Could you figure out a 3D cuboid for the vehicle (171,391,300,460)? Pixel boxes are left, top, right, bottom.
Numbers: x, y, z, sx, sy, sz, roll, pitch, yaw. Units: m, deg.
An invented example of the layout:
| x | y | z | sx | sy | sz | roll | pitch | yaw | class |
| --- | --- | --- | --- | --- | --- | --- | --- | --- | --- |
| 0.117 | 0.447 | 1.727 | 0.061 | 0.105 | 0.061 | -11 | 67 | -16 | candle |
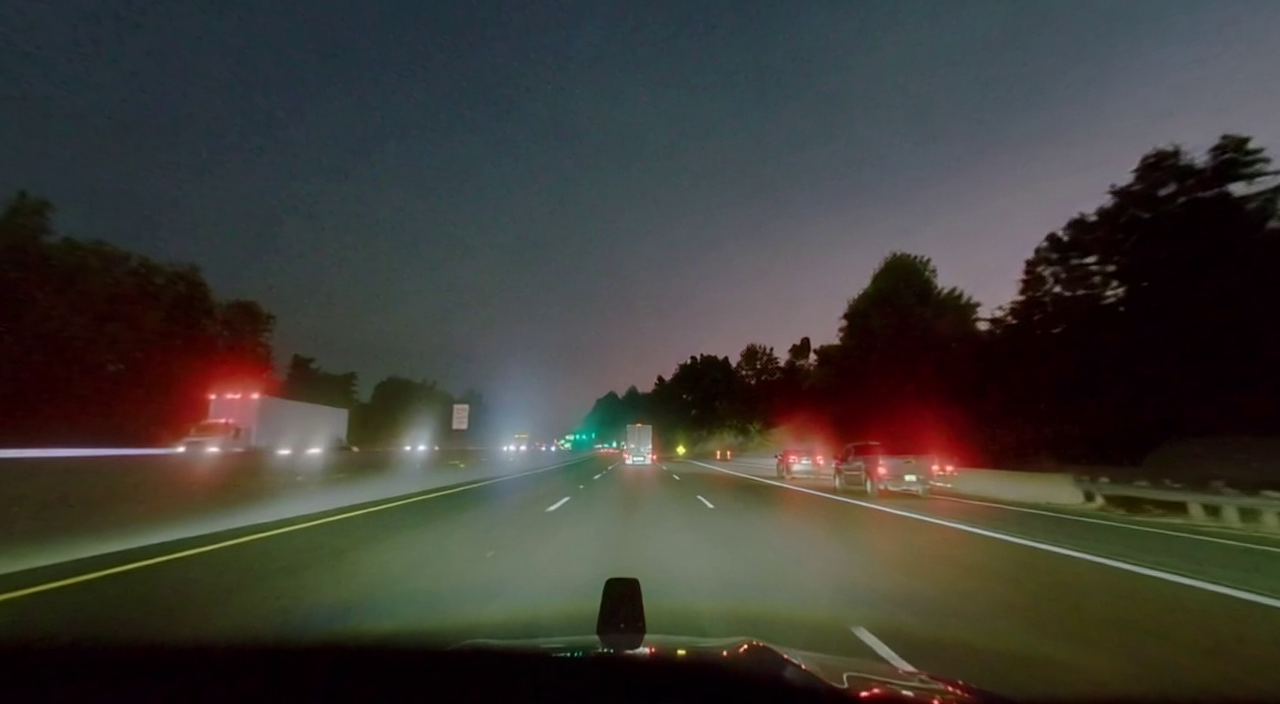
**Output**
| x | y | z | sx | sy | sz | roll | pitch | yaw | class |
| --- | --- | --- | --- | --- | --- | --- | --- | --- | --- |
| -24.043 | 4.563 | 38.021 | 2.766 | 3.715 | 7.293 | 0 | -9 | 0 | vehicle |
